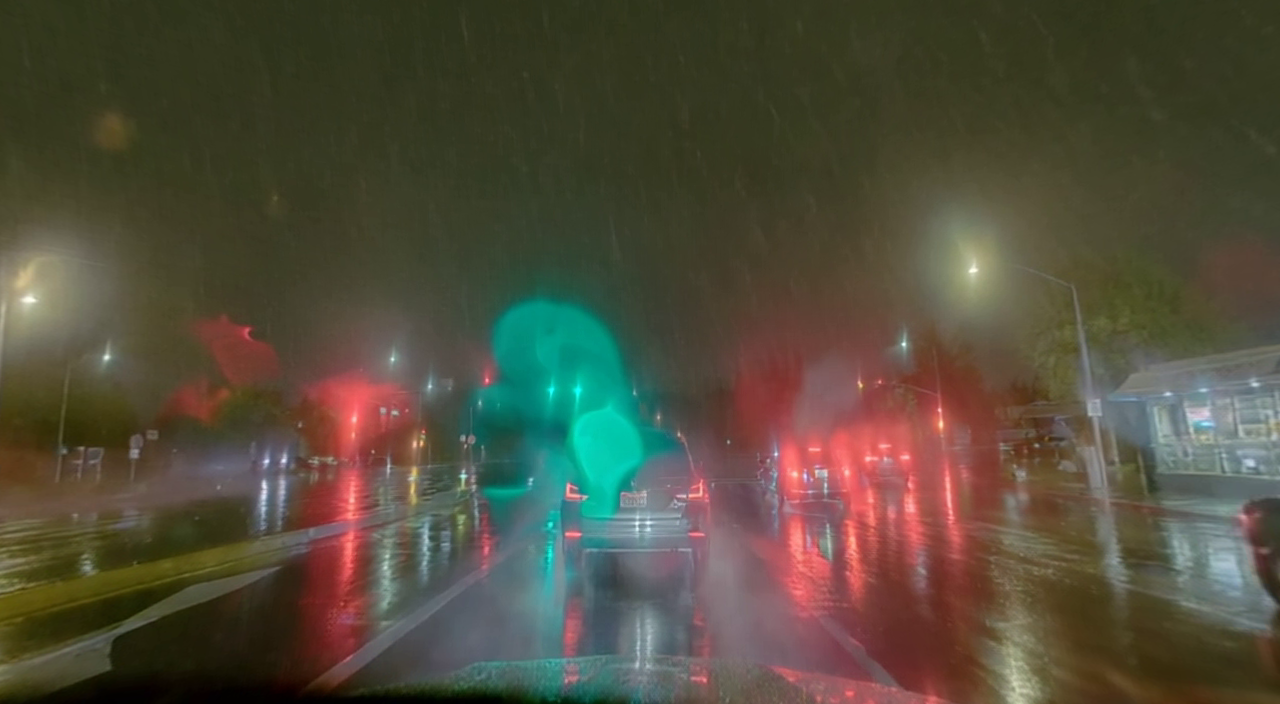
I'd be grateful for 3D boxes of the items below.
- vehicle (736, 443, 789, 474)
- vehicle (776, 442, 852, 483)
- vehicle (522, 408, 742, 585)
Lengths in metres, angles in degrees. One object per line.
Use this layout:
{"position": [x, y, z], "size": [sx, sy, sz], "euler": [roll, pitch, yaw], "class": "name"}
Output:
{"position": [6.259, 5.457, 32.638], "size": [1.961, 1.477, 4.454], "euler": [0, -9, 2], "class": "vehicle"}
{"position": [6.854, 4.380, 25.274], "size": [1.833, 1.452, 4.237], "euler": [0, -9, 0], "class": "vehicle"}
{"position": [-0.062, 1.694, 8.122], "size": [2.115, 1.700, 3.901], "euler": [0, -8, 1], "class": "vehicle"}
